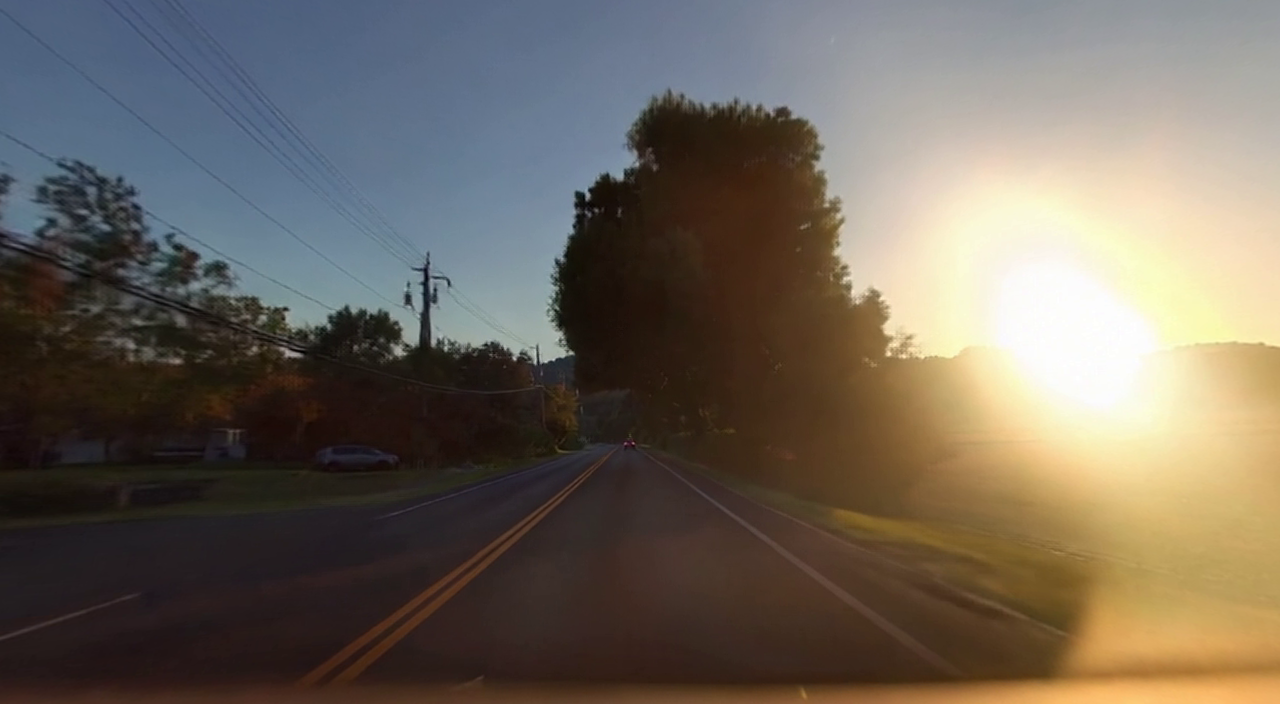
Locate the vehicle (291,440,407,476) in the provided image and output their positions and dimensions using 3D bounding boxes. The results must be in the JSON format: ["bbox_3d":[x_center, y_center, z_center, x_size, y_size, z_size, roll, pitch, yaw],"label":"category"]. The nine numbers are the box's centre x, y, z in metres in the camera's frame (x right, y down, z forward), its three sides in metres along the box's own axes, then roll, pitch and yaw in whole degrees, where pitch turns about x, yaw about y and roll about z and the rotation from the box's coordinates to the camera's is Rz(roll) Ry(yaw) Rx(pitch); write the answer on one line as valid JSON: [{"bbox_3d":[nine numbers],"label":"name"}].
[{"bbox_3d":[-14.905,5.451,32.476,4.894,1.774,2.150,0,-8,1],"label":"vehicle"}]
